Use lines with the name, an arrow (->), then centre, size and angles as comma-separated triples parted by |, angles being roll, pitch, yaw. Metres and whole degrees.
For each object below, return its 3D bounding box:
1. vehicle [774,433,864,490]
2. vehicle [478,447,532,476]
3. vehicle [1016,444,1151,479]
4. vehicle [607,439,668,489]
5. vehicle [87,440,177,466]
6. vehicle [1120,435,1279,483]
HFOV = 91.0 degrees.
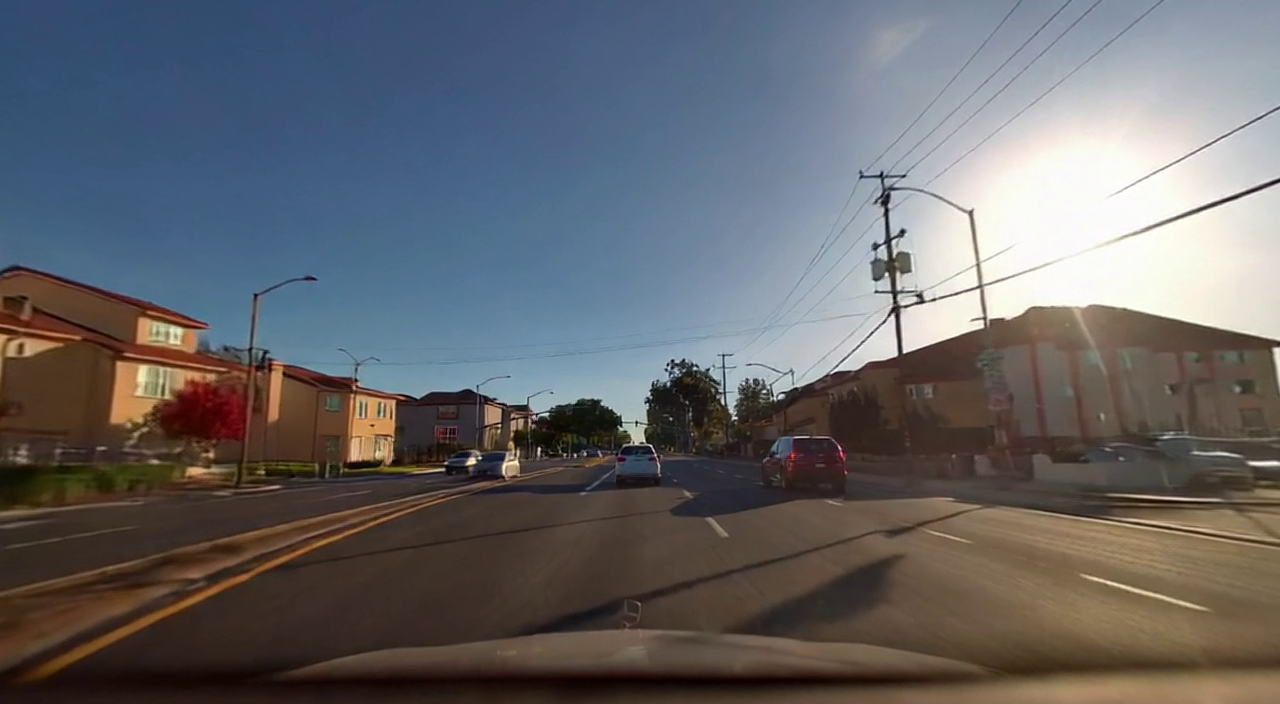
vehicle -> 6.540, 4.061, 23.596 | 2.061, 1.889, 4.268 | 0, -9, 0
vehicle -> -7.518, 6.140, 35.555 | 2.056, 1.522, 4.292 | 0, -9, 1
vehicle -> 18.712, 4.626, 26.709 | 4.165, 1.386, 1.999 | 0, -9, 0
vehicle -> -0.091, 4.261, 24.243 | 2.138, 1.702, 4.168 | 0, -9, 0
vehicle -> -38.852, 7.744, 48.427 | 2.135, 1.897, 5.780 | 0, -8, 0
vehicle -> 19.114, 3.571, 21.091 | 4.415, 1.519, 1.907 | 0, -9, 2
